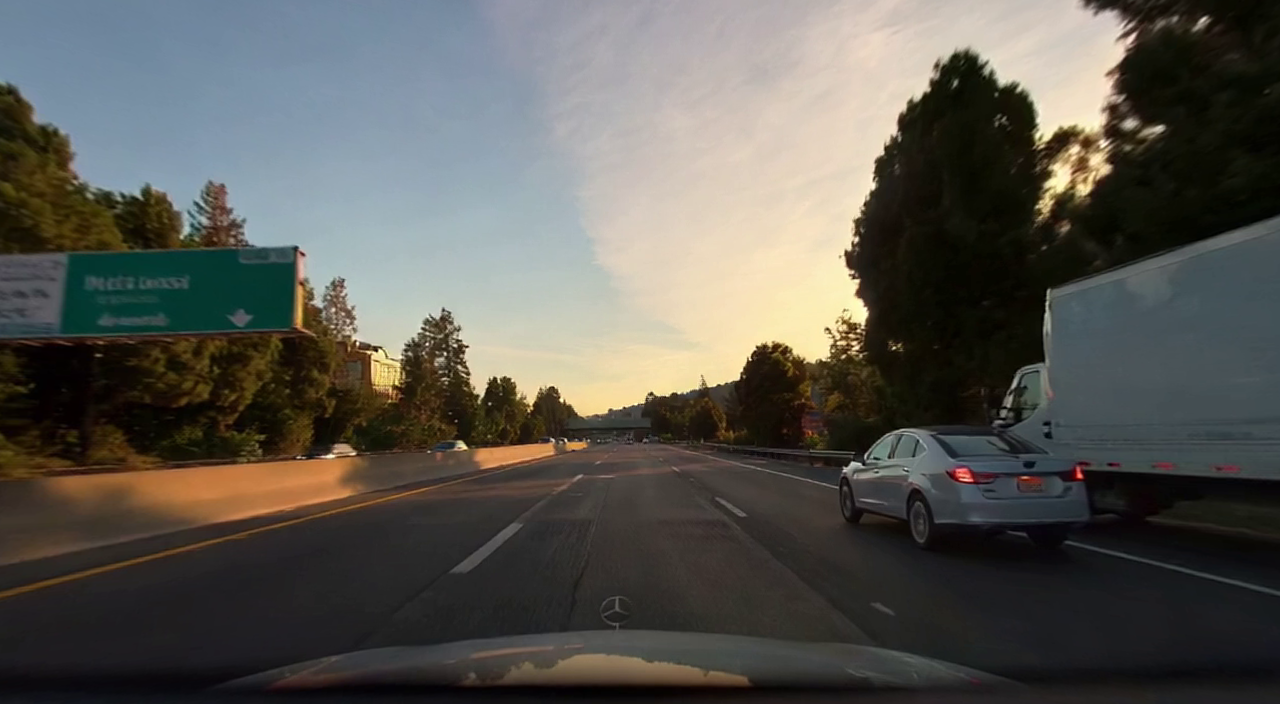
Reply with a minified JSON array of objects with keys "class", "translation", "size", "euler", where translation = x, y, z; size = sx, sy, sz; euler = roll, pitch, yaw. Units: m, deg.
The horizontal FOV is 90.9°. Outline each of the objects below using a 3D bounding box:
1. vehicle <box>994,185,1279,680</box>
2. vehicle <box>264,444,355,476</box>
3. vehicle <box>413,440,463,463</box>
[{"class":"vehicle","translation":[4.544,0.471,3.680],"size":[2.370,2.579,4.127],"euler":[0,-8,-2]},{"class":"vehicle","translation":[-16.792,5.493,32.343],"size":[2.116,1.447,4.781],"euler":[0,-8,0]},{"class":"vehicle","translation":[-13.105,6.455,41.102],"size":[1.848,1.429,4.181],"euler":[0,-8,0]}]
